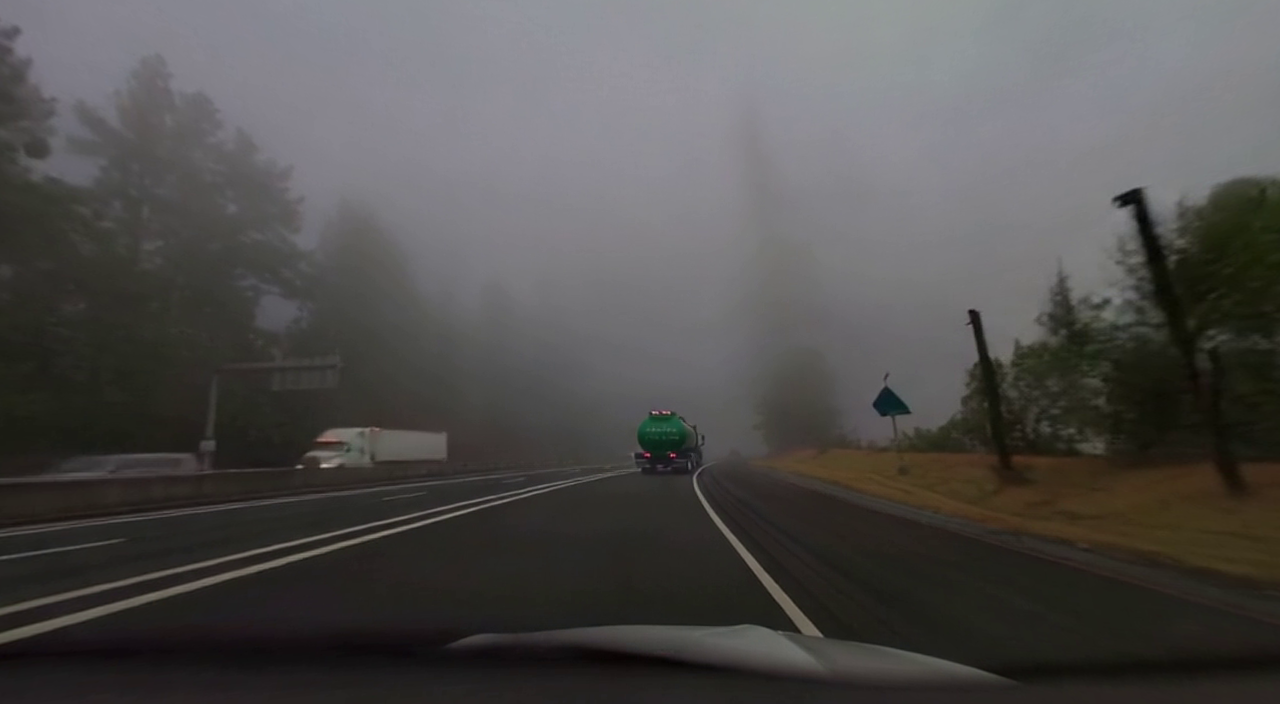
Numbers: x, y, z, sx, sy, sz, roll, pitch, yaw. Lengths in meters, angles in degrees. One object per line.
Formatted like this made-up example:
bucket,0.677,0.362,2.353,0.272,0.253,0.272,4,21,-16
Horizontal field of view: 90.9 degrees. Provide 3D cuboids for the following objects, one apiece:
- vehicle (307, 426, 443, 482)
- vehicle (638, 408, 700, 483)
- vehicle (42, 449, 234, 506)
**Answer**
vehicle,-16.549,6.509,40.687,2.850,3.134,10.723,-2,-9,8
vehicle,2.078,5.744,38.835,2.907,3.747,13.318,-1,-8,6
vehicle,-14.831,3.684,19.031,1.877,1.487,4.396,-1,-9,6
